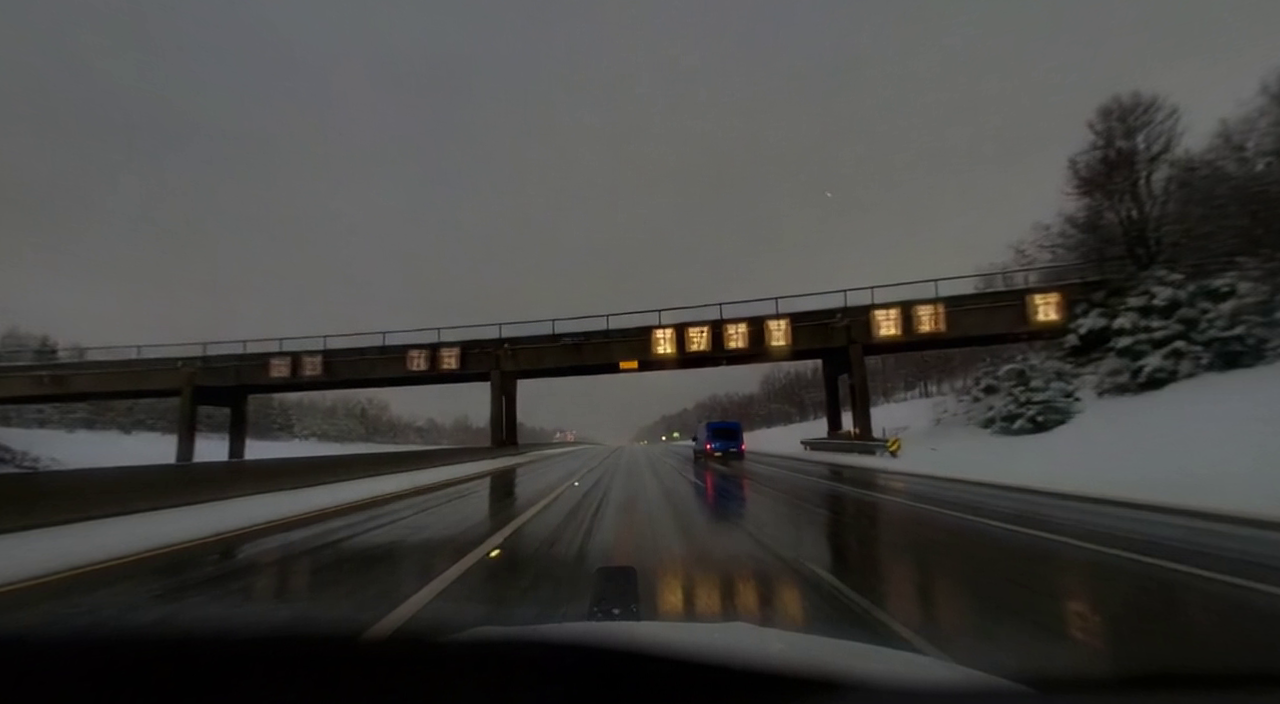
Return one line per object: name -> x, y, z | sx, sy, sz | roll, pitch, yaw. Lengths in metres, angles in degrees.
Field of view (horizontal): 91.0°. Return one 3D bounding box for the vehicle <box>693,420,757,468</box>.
vehicle -> 3.792, 4.226, 29.026 | 2.161, 2.002, 4.631 | 0, -8, -2
